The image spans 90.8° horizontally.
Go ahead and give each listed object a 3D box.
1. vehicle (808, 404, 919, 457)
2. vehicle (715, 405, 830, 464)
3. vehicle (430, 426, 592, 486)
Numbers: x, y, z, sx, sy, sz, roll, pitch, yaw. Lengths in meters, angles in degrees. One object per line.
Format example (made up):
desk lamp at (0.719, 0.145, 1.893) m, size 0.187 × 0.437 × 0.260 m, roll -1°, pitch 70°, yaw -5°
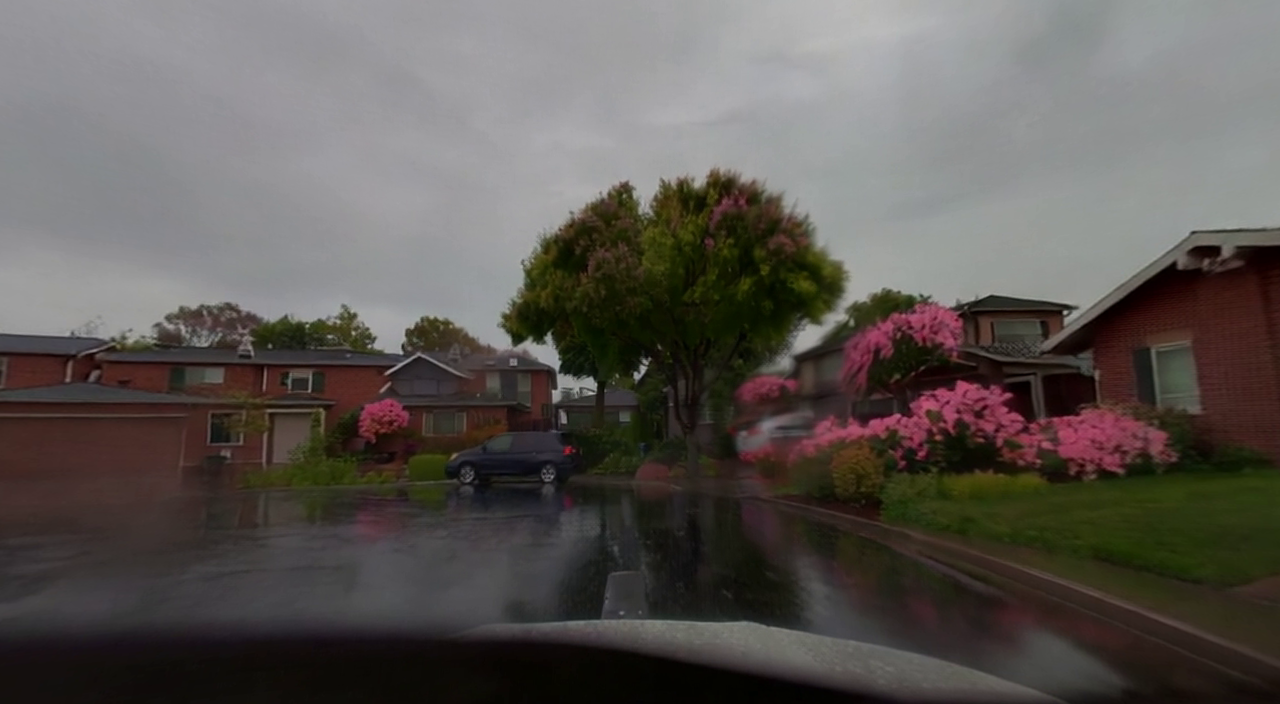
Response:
vehicle at (8.466, 2.996, 23.704) m, size 2.152 × 1.773 × 4.495 m, roll -8°, pitch -12°, yaw 44°
vehicle at (5.174, 3.111, 24.284) m, size 2.310 × 1.701 × 4.280 m, roll -7°, pitch -4°, yaw 42°
vehicle at (-4.221, 3.449, 21.132) m, size 4.815 × 1.827 × 2.147 m, roll -2°, pitch -9°, yaw 11°
